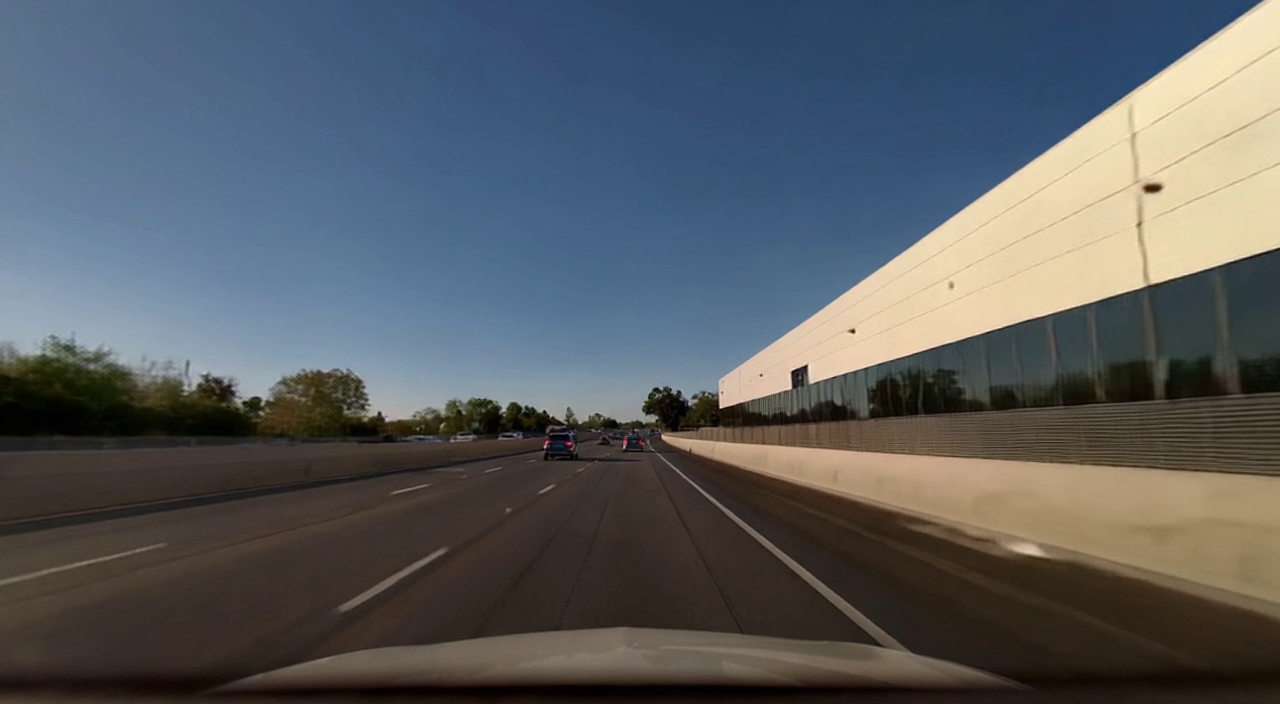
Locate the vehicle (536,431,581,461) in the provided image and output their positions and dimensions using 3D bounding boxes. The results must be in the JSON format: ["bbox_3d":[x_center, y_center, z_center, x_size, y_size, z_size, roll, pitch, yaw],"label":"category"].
[{"bbox_3d":[-4.669,5.458,36.543,2.036,1.612,4.510,0,-8,0],"label":"vehicle"}]
